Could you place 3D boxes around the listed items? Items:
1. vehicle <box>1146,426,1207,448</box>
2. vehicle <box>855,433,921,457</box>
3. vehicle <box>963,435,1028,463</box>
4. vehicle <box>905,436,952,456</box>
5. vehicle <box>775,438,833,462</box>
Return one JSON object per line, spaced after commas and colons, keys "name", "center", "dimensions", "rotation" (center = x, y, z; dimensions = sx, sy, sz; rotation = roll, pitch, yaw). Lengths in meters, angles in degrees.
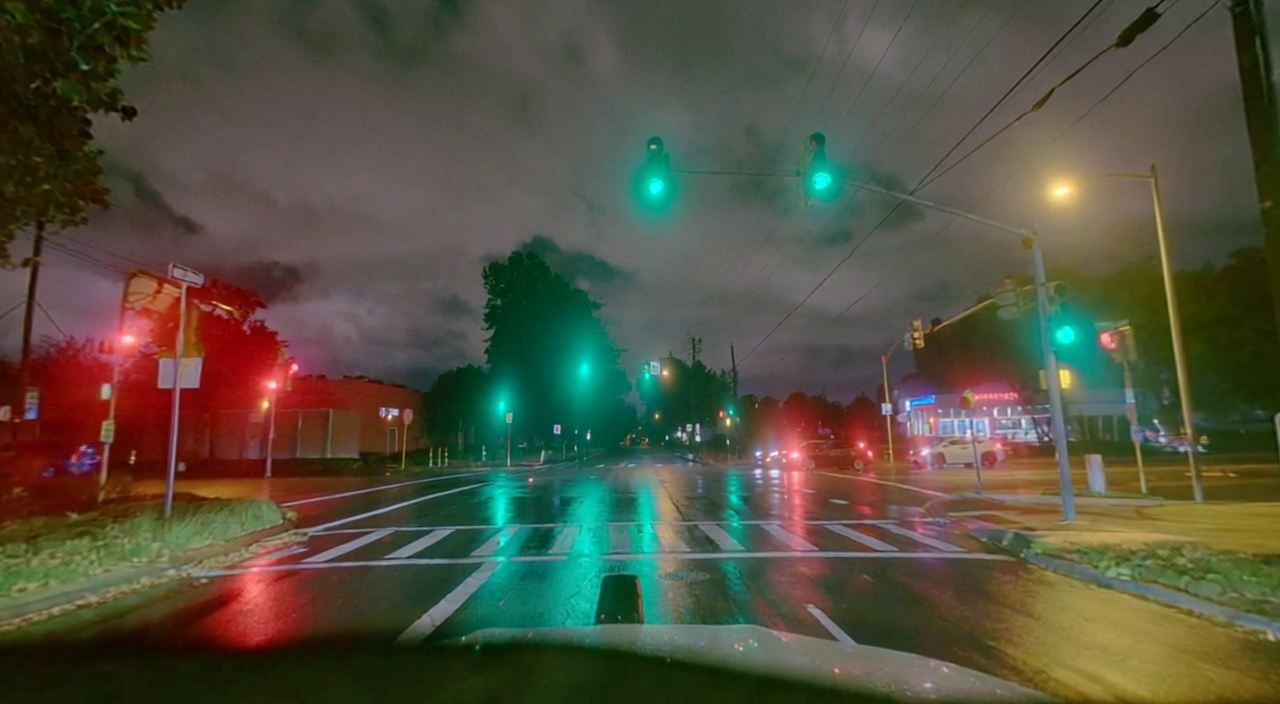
{"name": "vehicle", "center": [41.061, 6.538, 48.065], "dimensions": [1.682, 1.422, 3.422], "rotation": [3, -10, 1]}
{"name": "vehicle", "center": [16.927, 6.336, 42.695], "dimensions": [4.522, 1.546, 1.941], "rotation": [6, -11, -34]}
{"name": "vehicle", "center": [20.972, 5.725, 37.120], "dimensions": [1.851, 1.388, 3.475], "rotation": [0, -5, 0]}
{"name": "vehicle", "center": [21.813, 7.143, 47.503], "dimensions": [1.923, 1.463, 3.758], "rotation": [-1, -9, 3]}
{"name": "vehicle", "center": [11.100, 6.616, 42.262], "dimensions": [1.955, 1.508, 4.295], "rotation": [-8, -12, 42]}
